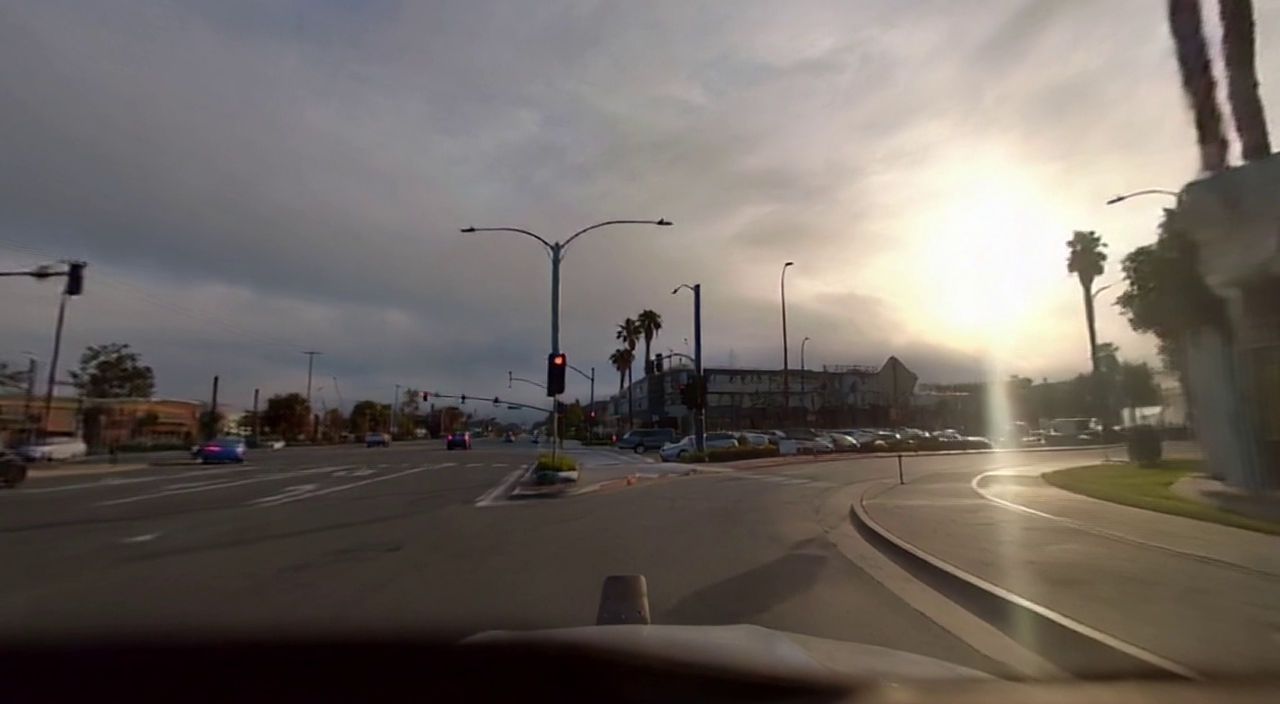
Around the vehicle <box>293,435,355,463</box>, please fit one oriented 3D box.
[{"bbox_3d":[-18.236,5.623,36.435,1.900,1.462,4.225,1,-9,-7],"label":"vehicle"}]

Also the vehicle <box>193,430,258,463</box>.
[{"bbox_3d":[-23.524,5.405,35.788,2.156,1.742,4.264,4,-9,-22],"label":"vehicle"}]

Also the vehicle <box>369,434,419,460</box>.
[{"bbox_3d":[-15.433,5.986,39.579,1.977,1.584,3.983,1,-9,-7],"label":"vehicle"}]

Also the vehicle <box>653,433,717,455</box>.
[{"bbox_3d":[3.467,7.140,48.475,4.648,1.501,1.862,3,-9,-7],"label":"vehicle"}]

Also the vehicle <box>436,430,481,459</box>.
[{"bbox_3d":[-11.902,6.093,41.395,2.114,1.784,4.450,1,-9,-7],"label":"vehicle"}]
